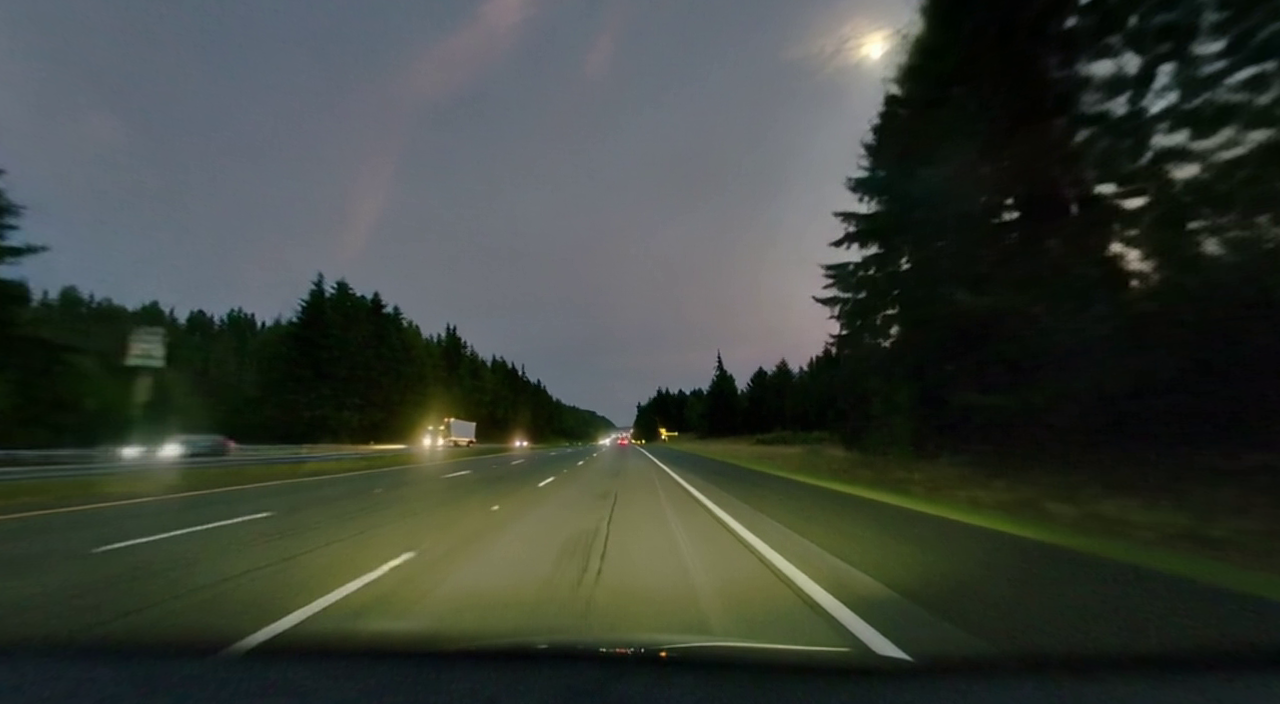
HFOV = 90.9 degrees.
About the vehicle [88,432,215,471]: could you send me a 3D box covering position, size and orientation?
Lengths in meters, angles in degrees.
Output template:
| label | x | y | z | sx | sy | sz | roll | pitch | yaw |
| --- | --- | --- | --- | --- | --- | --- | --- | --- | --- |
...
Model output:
| label | x | y | z | sx | sy | sz | roll | pitch | yaw |
| --- | --- | --- | --- | --- | --- | --- | --- | --- | --- |
| vehicle | -20.153 | 4.107 | 26.282 | 1.870 | 1.467 | 4.286 | 0 | -8 | -1 |
